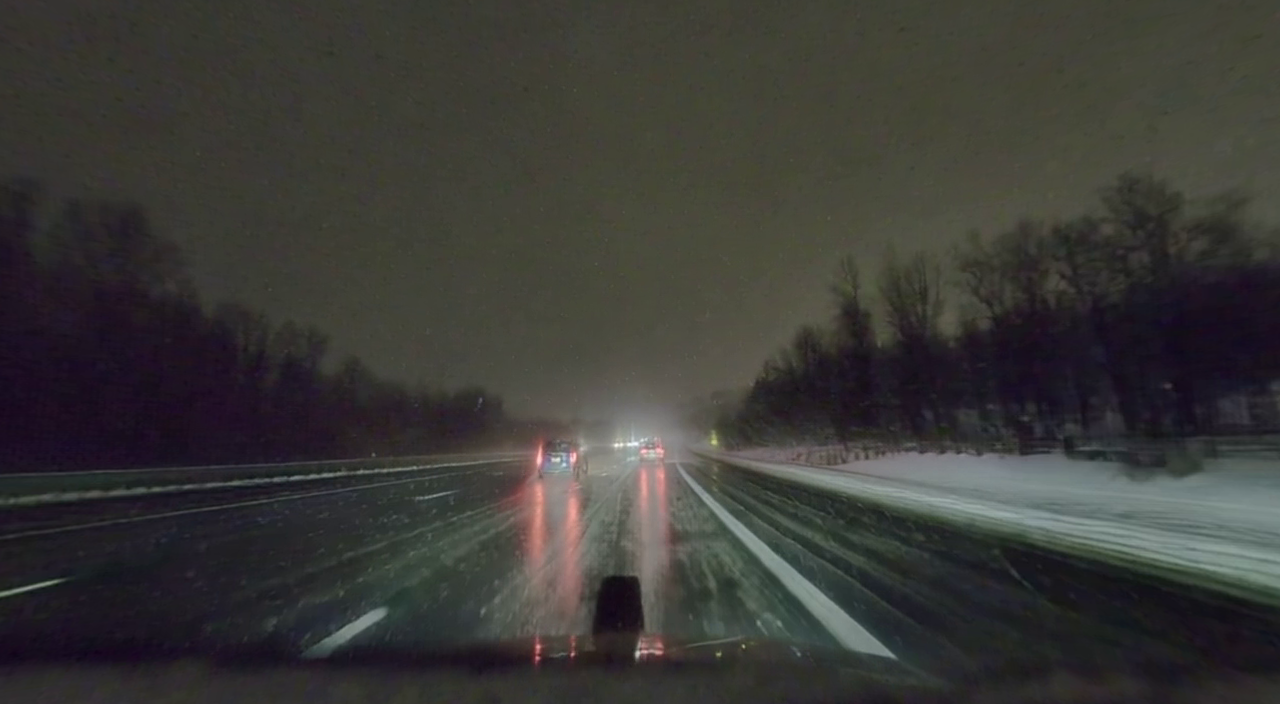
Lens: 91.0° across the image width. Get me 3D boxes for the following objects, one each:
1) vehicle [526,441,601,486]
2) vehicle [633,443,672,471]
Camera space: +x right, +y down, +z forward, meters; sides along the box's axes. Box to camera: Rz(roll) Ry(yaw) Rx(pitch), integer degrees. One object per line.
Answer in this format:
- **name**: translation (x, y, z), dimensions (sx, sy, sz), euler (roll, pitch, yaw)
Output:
- **vehicle**: translation (-2.809, 4.231, 24.228), dimensions (2.129, 1.563, 4.387), euler (-1, -9, 3)
- **vehicle**: translation (0.750, 6.136, 37.008), dimensions (2.129, 1.502, 4.321), euler (0, -9, 1)
